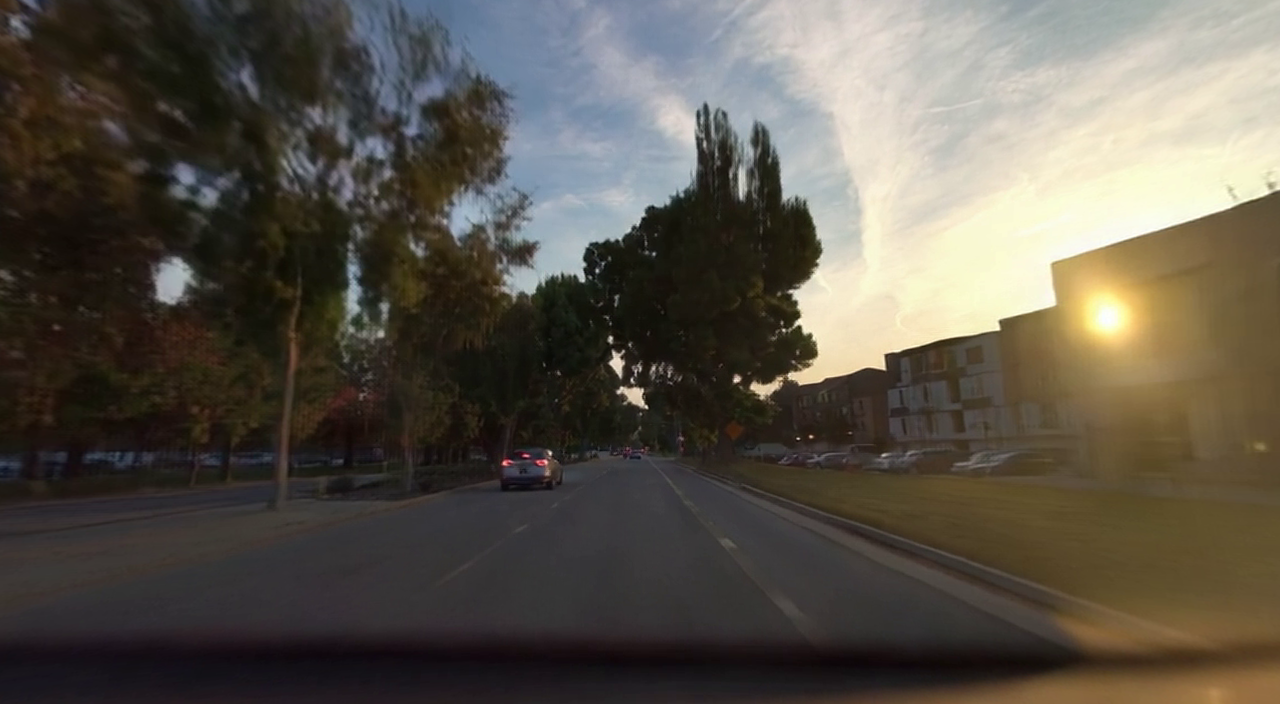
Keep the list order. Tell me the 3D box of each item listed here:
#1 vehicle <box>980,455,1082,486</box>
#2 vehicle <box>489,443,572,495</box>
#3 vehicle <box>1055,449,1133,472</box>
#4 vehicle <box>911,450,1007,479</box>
[{"bbox_3d":[19.363,5.859,31.376,3.870,1.459,1.869,1,-9,-6],"label":"vehicle"},{"bbox_3d":[-3.556,3.871,21.265,2.030,1.550,3.925,0,-9,1],"label":"vehicle"},{"bbox_3d":[30.853,7.360,42.931,4.170,1.438,1.948,2,-9,-14],"label":"vehicle"},{"bbox_3d":[18.399,6.501,36.552,4.520,1.557,2.056,1,-9,-7],"label":"vehicle"}]
